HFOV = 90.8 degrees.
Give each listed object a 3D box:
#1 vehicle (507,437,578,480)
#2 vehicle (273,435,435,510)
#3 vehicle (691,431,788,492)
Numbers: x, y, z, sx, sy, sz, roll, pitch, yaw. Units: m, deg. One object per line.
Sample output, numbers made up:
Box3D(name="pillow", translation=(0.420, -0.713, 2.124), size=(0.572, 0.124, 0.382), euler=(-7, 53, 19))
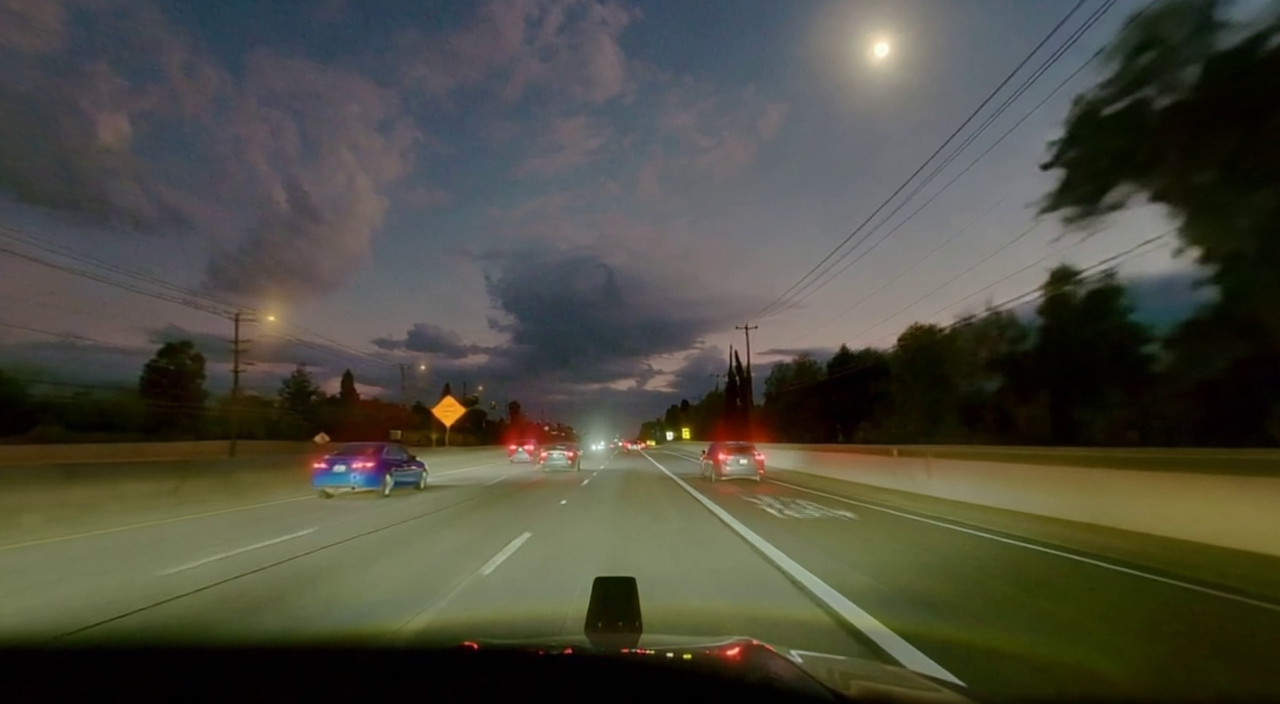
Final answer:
Box3D(name="vehicle", translation=(-3.647, 4.082, 24.520), size=(2.066, 1.488, 4.377), euler=(0, -8, 0))
Box3D(name="vehicle", translation=(-6.466, 2.747, 14.902), size=(1.903, 1.482, 4.180), euler=(0, -8, -1))
Box3D(name="vehicle", translation=(2.893, 3.314, 19.493), size=(2.100, 1.659, 4.387), euler=(0, -8, -2))
